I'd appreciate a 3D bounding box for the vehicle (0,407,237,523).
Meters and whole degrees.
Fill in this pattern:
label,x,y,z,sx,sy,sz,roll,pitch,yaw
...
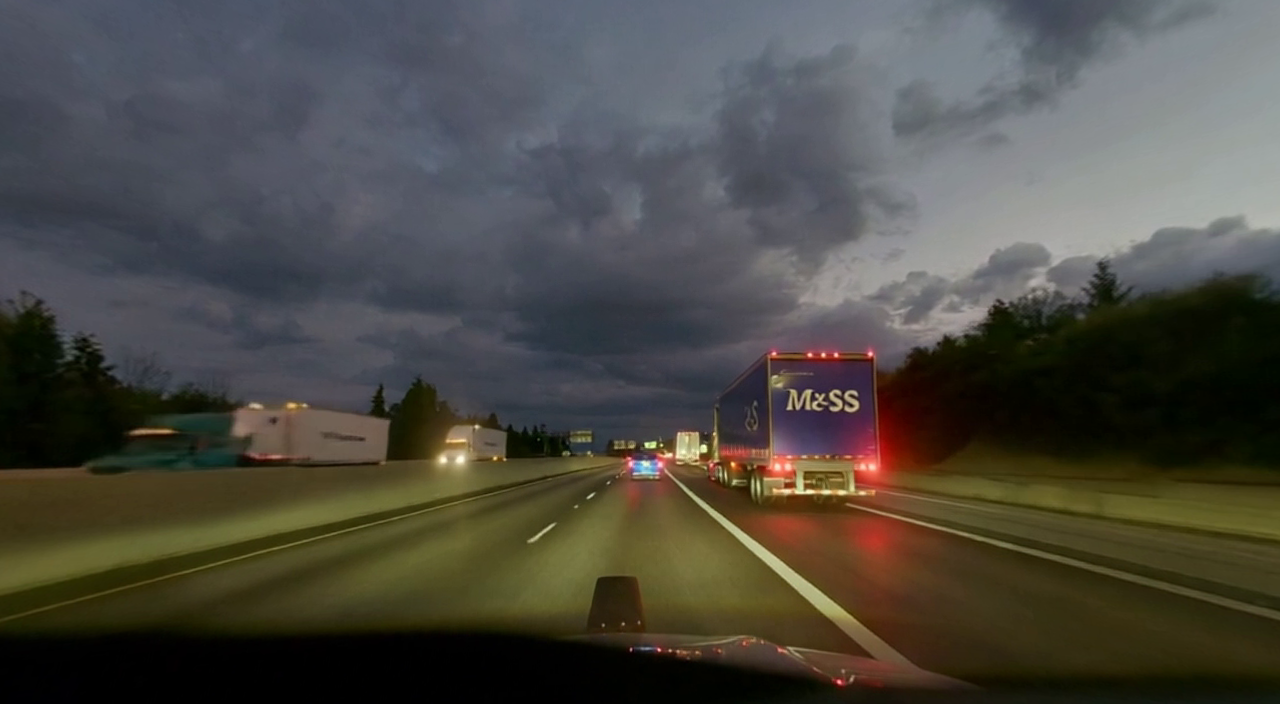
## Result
label,x,y,z,sx,sy,sz,roll,pitch,yaw
vehicle,-13.728,2.896,16.594,2.348,2.494,5.681,0,-9,1

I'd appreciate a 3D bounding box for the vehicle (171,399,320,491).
label,x,y,z,sx,sy,sz,roll,pitch,yaw
vehicle,-18.210,4.387,29.668,2.986,3.895,5.845,0,-9,0

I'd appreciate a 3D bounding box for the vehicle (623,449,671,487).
label,x,y,z,sx,sy,sz,roll,pitch,yaw
vehicle,0.358,5.492,30.137,2.121,1.642,3.828,0,-9,1

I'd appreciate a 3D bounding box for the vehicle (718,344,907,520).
label,x,y,z,sx,sy,sz,roll,pitch,yaw
vehicle,4.873,2.939,21.863,3.002,4.104,14.174,0,-9,2
